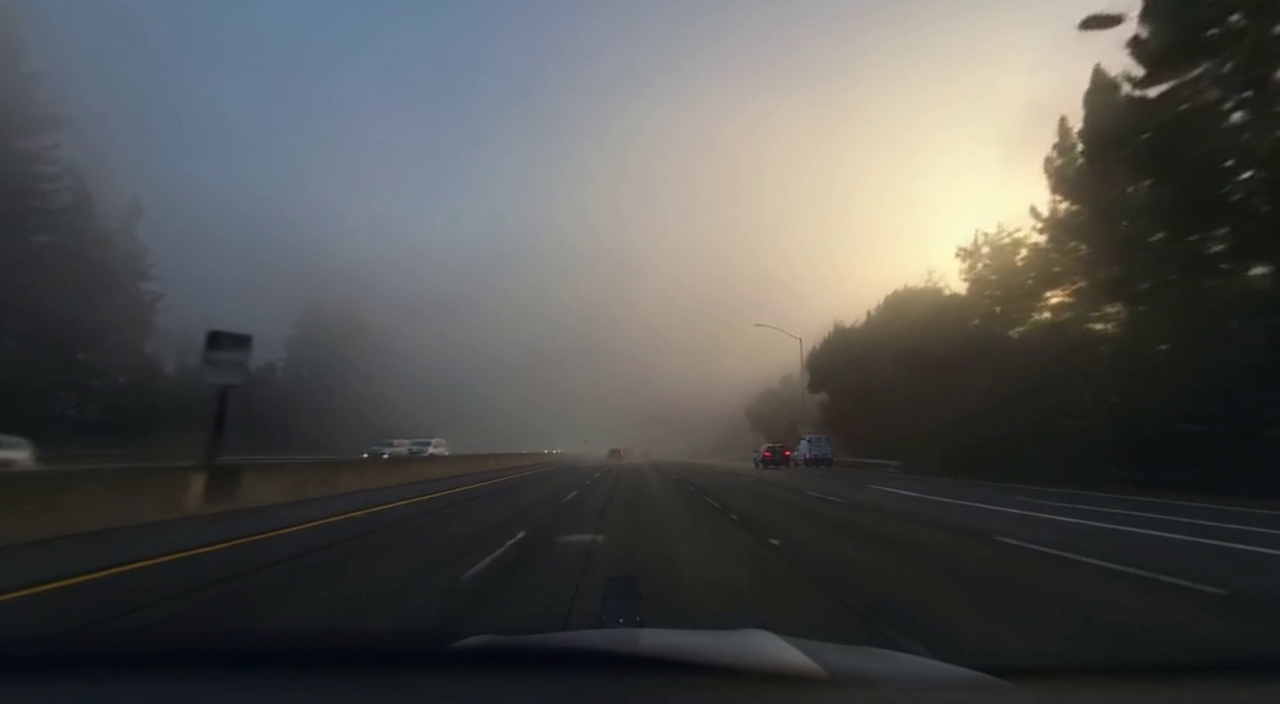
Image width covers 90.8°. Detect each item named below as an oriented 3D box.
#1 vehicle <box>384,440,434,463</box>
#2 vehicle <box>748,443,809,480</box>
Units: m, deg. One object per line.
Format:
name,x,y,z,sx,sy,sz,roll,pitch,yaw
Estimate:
vehicle,-17.774,7.691,48.902,2.118,1.625,4.530,0,-9,0
vehicle,6.834,5.433,31.634,2.081,1.705,3.926,1,-9,-1
